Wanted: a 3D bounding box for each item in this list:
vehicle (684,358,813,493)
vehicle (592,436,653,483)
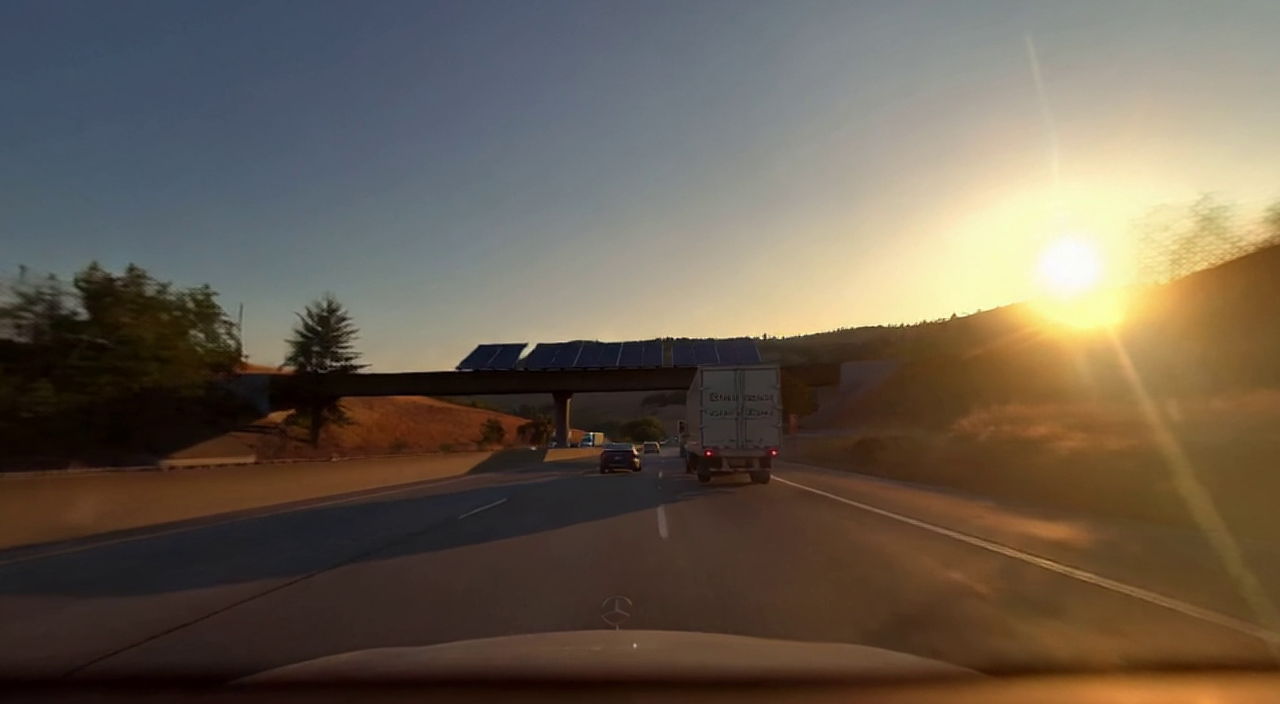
[{"bbox_3d":[3.261,2.690,22.004,2.967,3.633,10.015,-1,-8,2],"label":"vehicle"},{"bbox_3d":[-0.567,4.065,24.106,2.066,1.581,4.268,-1,-8,2],"label":"vehicle"}]
